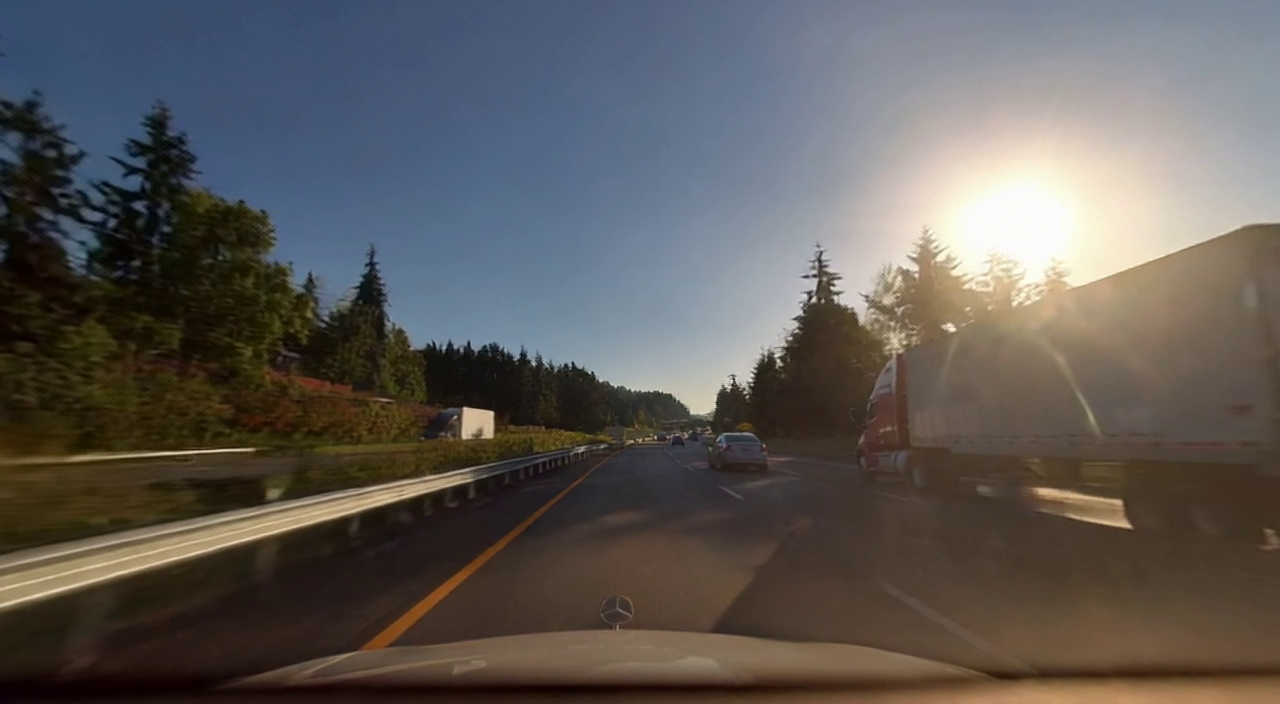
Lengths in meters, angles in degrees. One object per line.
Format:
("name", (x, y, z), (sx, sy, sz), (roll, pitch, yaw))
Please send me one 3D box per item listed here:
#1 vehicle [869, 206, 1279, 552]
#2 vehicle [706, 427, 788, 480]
("vehicle", (9.249, 1.075, 13.151), (3.440, 4.093, 13.944), (0, -8, -1))
("vehicle", (3.694, 3.578, 22.564), (2.011, 1.672, 4.415), (0, -8, -2))
